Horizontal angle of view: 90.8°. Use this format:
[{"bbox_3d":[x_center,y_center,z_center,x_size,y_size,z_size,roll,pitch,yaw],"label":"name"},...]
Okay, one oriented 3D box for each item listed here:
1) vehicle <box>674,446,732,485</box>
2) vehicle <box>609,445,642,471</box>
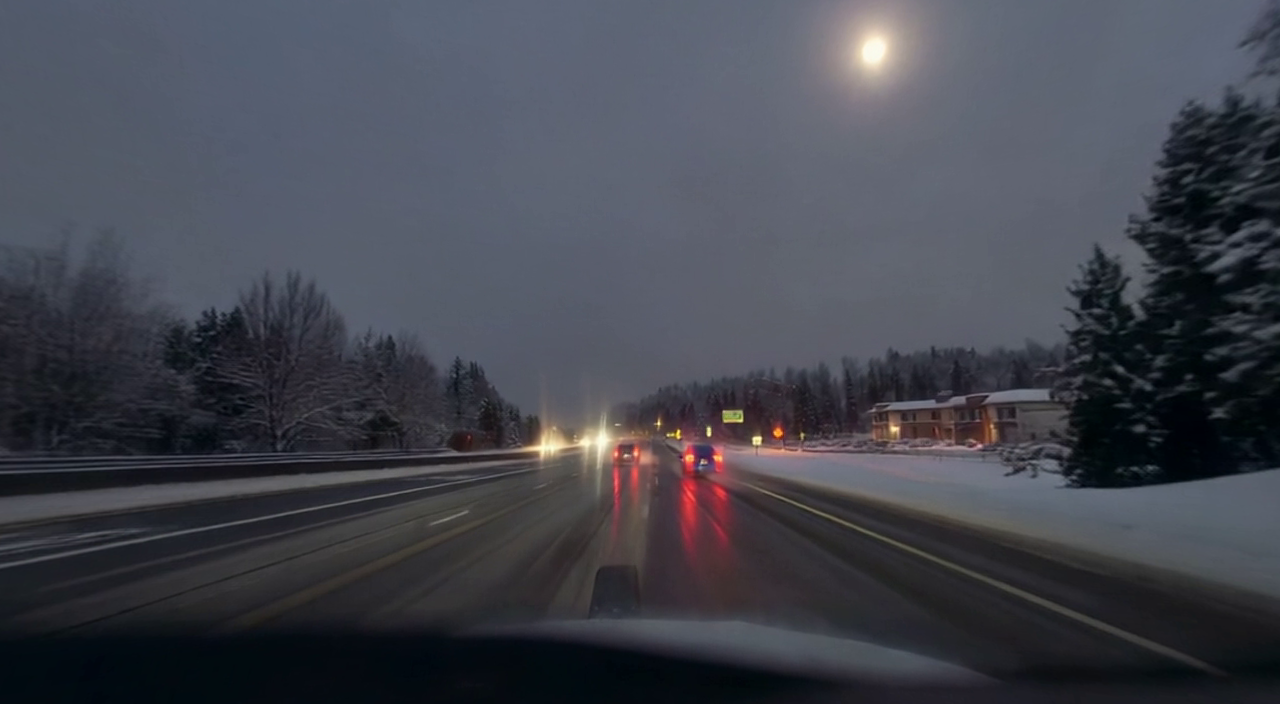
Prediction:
[{"bbox_3d":[2.605,4.833,27.389,2.029,1.528,4.644,0,-9,0],"label":"vehicle"},{"bbox_3d":[-0.984,7.519,45.087,2.127,1.692,4.382,0,-9,2],"label":"vehicle"}]
